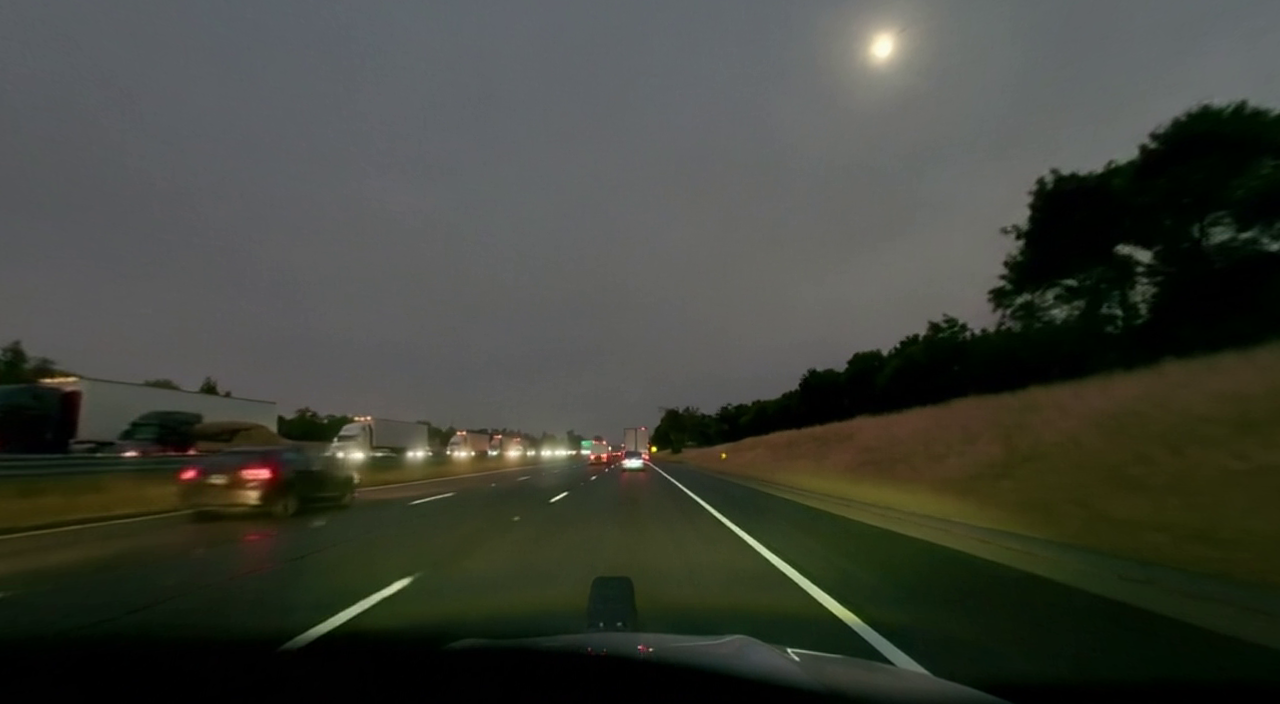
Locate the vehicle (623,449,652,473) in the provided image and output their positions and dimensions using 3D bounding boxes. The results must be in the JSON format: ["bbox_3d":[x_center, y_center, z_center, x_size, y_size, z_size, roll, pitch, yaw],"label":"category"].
[{"bbox_3d":[-0.200,7.829,45.359,2.009,1.657,3.962,0,-9,-1],"label":"vehicle"}]

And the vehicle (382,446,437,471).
[{"bbox_3d":[-14.865,6.898,40.895,1.817,1.508,4.734,0,-9,0],"label":"vehicle"}]

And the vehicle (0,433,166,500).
[{"bbox_3d":[-14.342,2.797,15.669,1.891,1.426,4.156,0,-9,-1],"label":"vehicle"}]

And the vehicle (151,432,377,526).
[{"bbox_3d":[-7.575,2.599,13.393,2.004,1.629,4.506,0,-9,0],"label":"vehicle"}]
